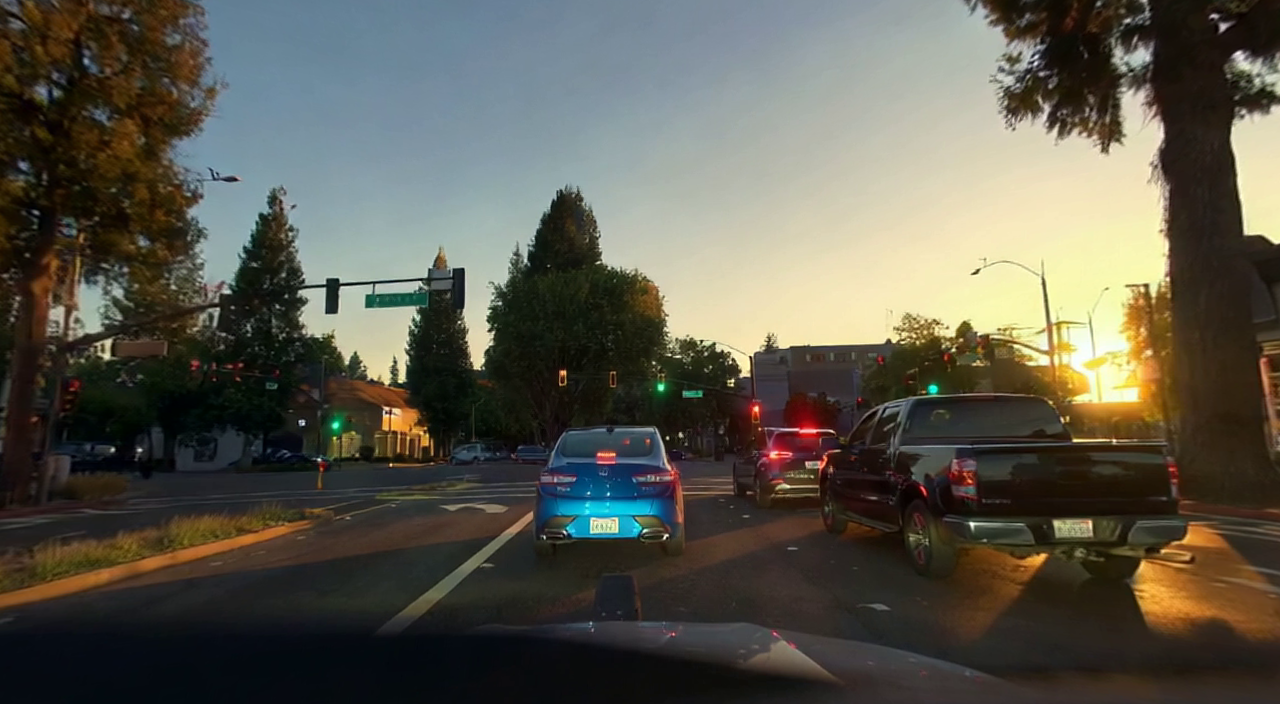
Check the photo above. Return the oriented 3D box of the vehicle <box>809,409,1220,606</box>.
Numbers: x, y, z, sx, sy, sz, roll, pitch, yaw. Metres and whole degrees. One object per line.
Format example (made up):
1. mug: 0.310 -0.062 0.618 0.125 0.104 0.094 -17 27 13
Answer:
1. vehicle: 3.607 1.579 7.390 1.955 1.550 4.587 0 -8 -1

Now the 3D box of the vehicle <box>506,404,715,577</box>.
1. vehicle: -0.295 1.630 8.097 2.037 1.674 3.693 0 -8 0

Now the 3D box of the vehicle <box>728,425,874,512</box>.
1. vehicle: 3.352 2.526 14.157 2.031 1.626 4.264 0 -8 -2
